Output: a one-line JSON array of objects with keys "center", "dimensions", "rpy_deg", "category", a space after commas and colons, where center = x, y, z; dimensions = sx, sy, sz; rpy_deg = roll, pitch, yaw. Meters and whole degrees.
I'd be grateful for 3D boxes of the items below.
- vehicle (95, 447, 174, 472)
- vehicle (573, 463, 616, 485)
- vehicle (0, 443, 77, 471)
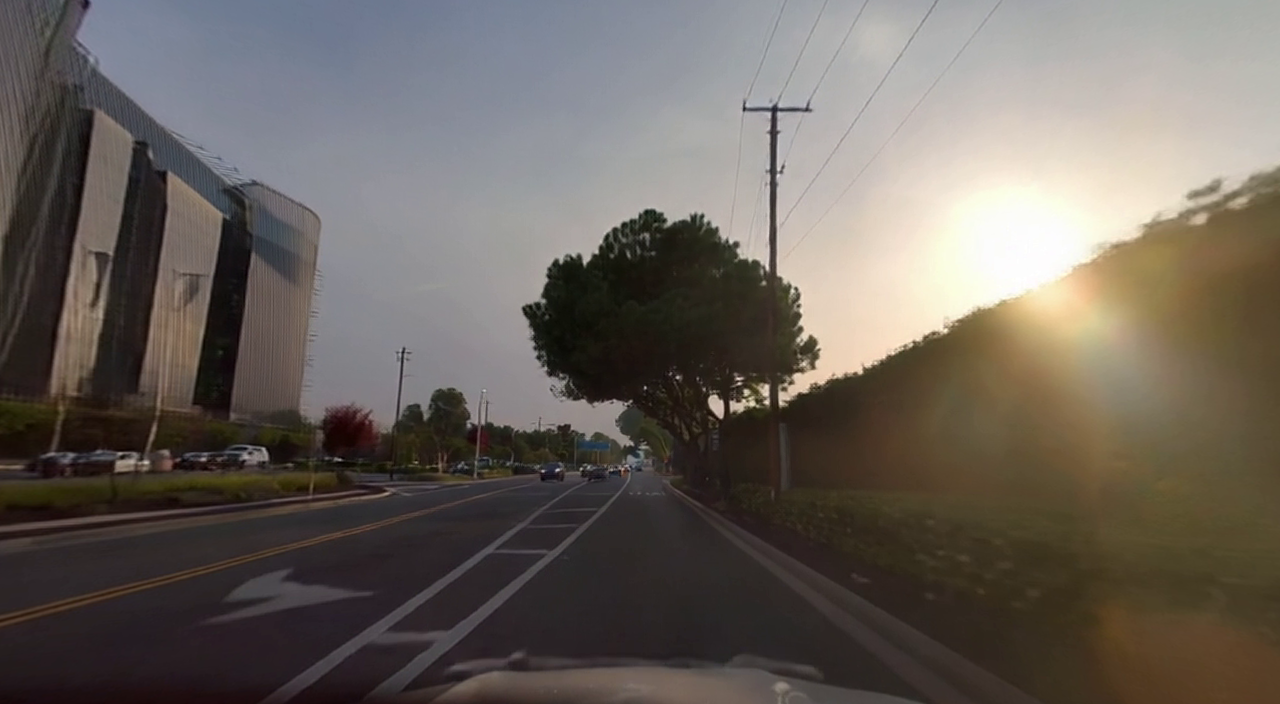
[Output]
[{"center": [-31.007, 6.581, 38.521], "dimensions": [3.795, 1.474, 1.828], "rpy_deg": [-3, -11, 18], "category": "vehicle"}, {"center": [-3.483, 9.523, 49.097], "dimensions": [2.067, 1.629, 3.858], "rpy_deg": [-3, -11, 18], "category": "vehicle"}, {"center": [-32.815, 5.687, 33.854], "dimensions": [3.977, 1.439, 1.775], "rpy_deg": [-3, -11, 20], "category": "vehicle"}]
